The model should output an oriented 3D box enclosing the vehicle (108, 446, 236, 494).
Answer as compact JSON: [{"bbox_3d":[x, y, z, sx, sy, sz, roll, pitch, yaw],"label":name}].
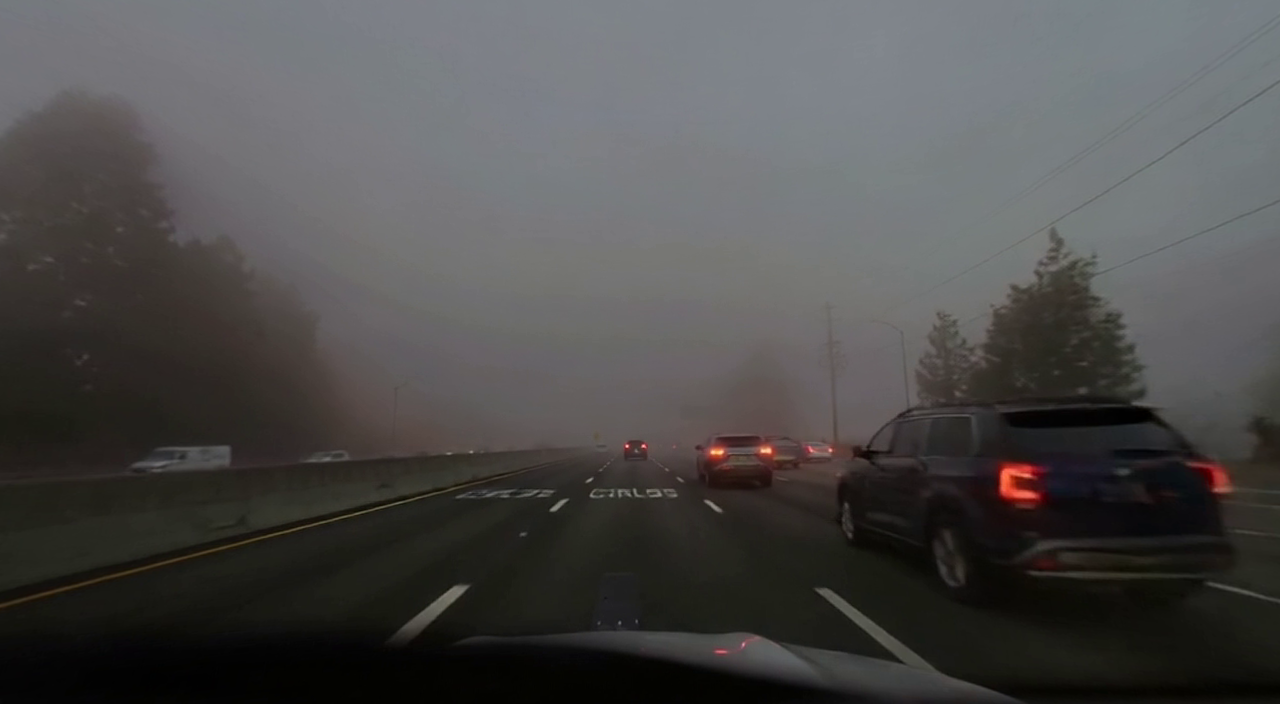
[{"bbox_3d":[-23.375,5.855,31.832,2.250,2.140,5.580,0,-8,-1],"label":"vehicle"}]

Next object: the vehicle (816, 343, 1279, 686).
[{"bbox_3d":[3.451,1.228,5.916,2.095,1.886,4.727,0,-8,-1],"label":"vehicle"}]

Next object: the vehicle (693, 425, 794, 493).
[{"bbox_3d":[3.006,3.255,19.508,2.152,1.821,4.853,0,-8,-2],"label":"vehicle"}]

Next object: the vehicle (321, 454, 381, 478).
[{"bbox_3d":[-19.099,7.547,41.874,1.873,1.469,4.550,0,-8,0],"label":"vehicle"}]

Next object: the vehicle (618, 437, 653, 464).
[{"bbox_3d":[-0.340,6.862,43.971,2.314,1.796,4.254,0,-8,-1],"label":"vehicle"}]

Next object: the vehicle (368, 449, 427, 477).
[{"bbox_3d":[-15.489,7.092,40.492,1.995,1.664,4.401,0,-8,0],"label":"vehicle"}]
